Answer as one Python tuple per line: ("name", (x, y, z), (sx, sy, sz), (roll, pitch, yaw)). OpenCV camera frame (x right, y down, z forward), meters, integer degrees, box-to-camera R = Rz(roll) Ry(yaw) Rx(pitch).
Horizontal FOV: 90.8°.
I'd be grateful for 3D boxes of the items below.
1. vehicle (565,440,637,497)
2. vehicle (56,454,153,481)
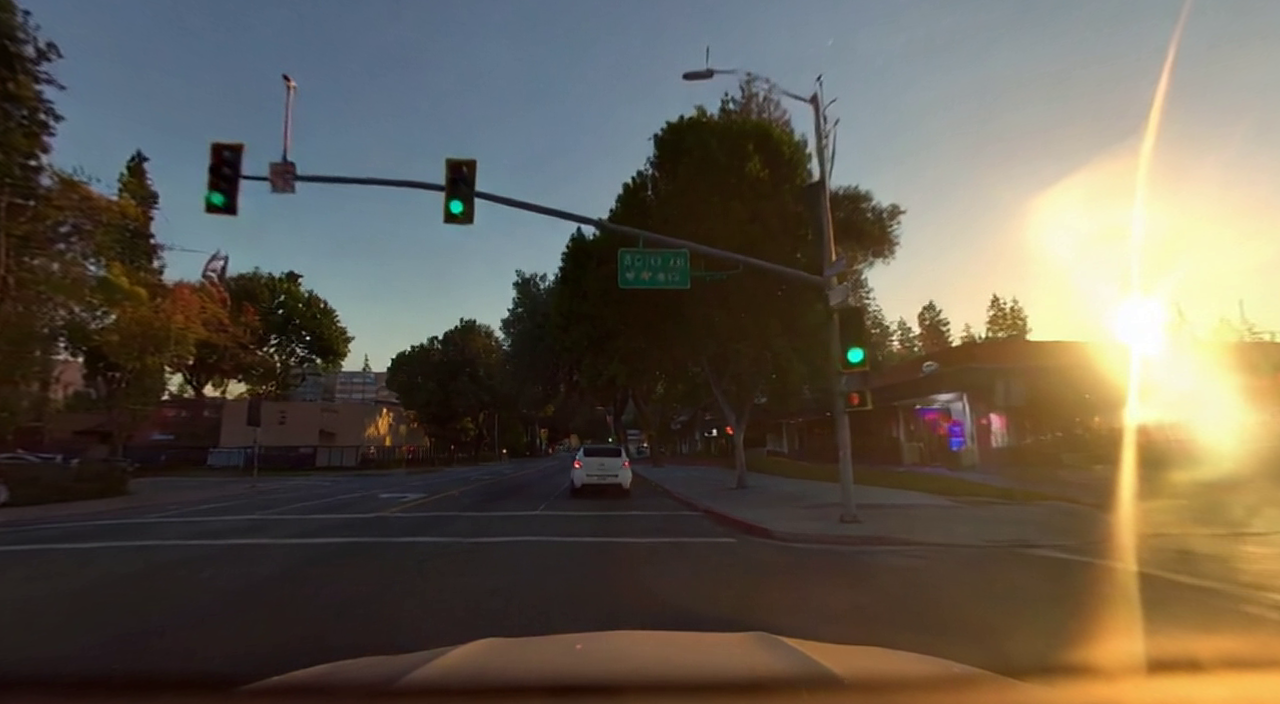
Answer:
("vehicle", (-1.305, 3.943, 21.602), (2.227, 1.733, 3.930), (1, -9, -3))
("vehicle", (-35.284, 7.604, 41.727), (4.369, 1.669, 2.018), (1, -9, -5))
